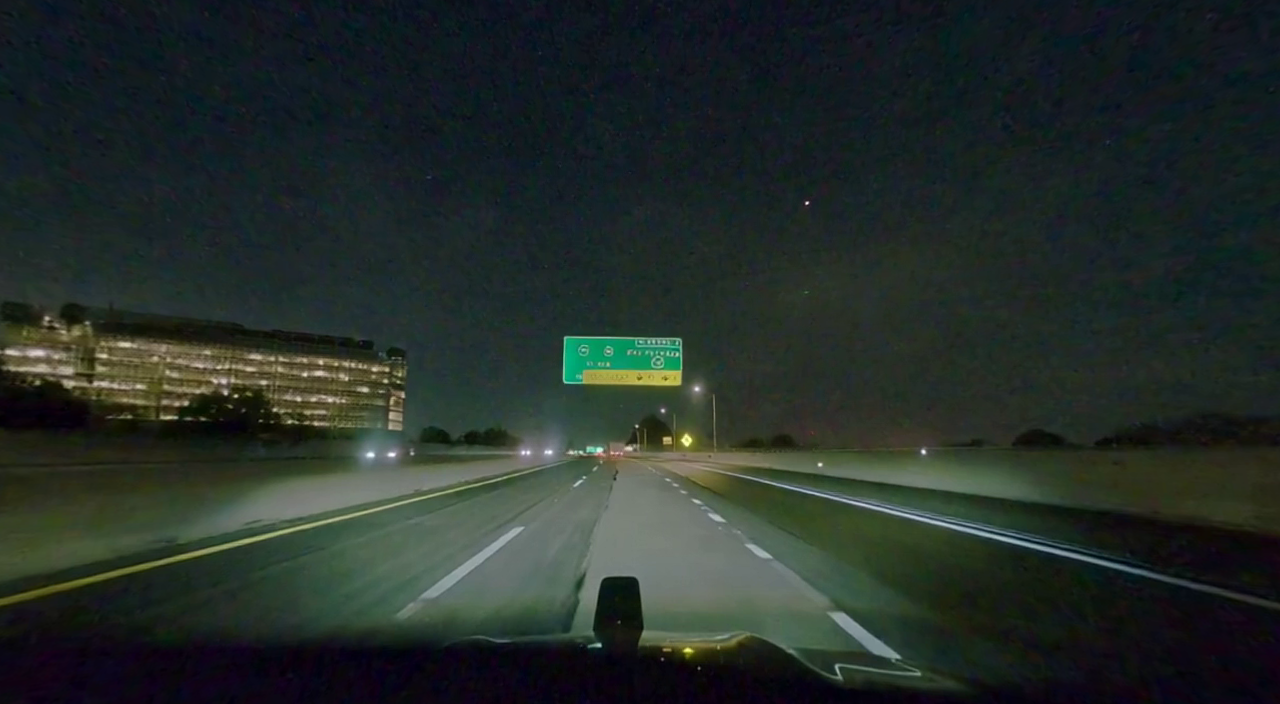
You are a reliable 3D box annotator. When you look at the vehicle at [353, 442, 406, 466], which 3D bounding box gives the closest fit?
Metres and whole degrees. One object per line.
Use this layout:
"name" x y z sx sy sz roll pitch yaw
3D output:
"vehicle" -18.000 7.060 43.487 1.898 1.557 4.267 0 -9 0
